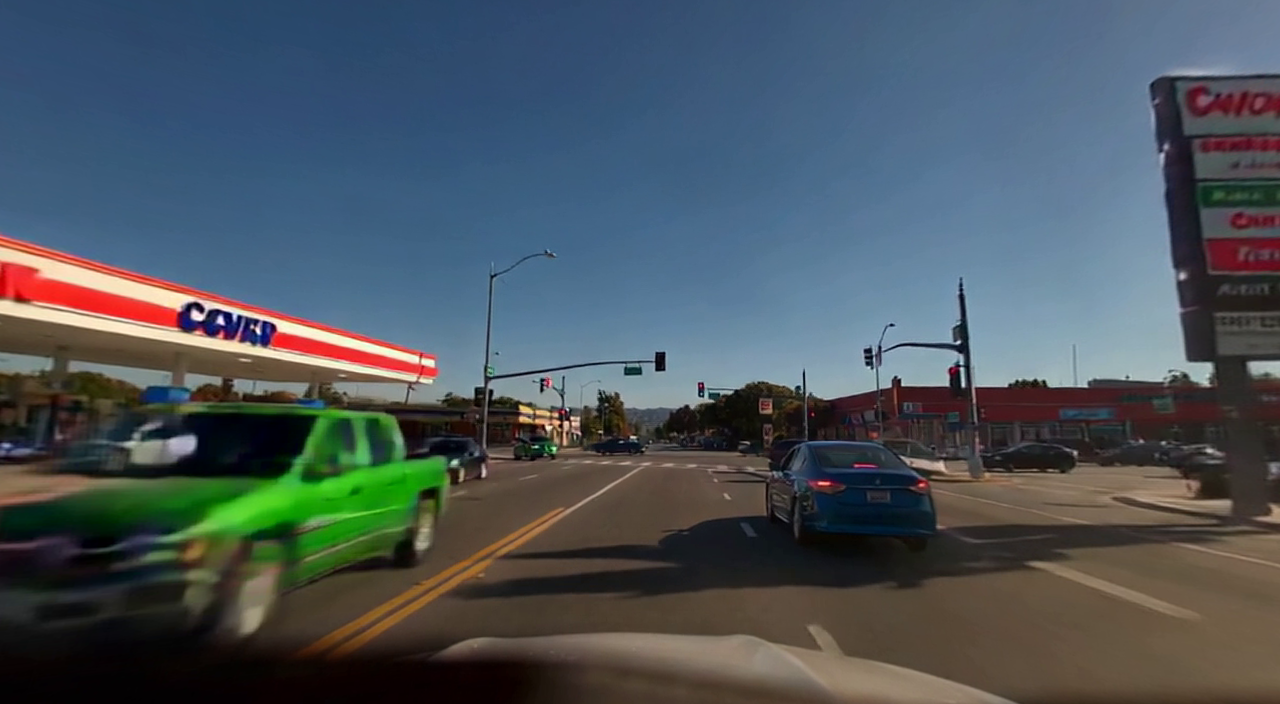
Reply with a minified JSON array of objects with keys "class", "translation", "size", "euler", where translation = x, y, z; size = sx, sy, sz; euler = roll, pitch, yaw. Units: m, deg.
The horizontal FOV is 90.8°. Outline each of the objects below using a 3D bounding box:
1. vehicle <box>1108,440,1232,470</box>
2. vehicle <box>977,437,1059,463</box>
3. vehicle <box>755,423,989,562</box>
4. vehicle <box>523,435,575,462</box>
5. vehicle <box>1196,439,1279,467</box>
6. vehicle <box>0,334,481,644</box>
[{"class":"vehicle","translation":[27.195,5.289,32.618],"size":[4.510,1.483,1.774],"euler":[-4,-9,24]},{"class":"vehicle","translation":[25.595,6.631,42.964],"size":[4.562,1.676,1.819],"euler":[-5,-10,29]},{"class":"vehicle","translation":[2.984,1.886,9.299],"size":[1.995,1.525,4.392],"euler":[-1,-8,3]},{"class":"vehicle","translation":[-6.387,6.679,43.847],"size":[2.196,1.696,4.484],"euler":[4,-9,-27]},{"class":"vehicle","translation":[36.716,6.044,37.851],"size":[4.568,1.643,1.911],"euler":[-3,-9,18]},{"class":"vehicle","translation":[-3.645,1.227,6.655],"size":[2.334,1.966,5.056],"euler":[-1,-8,3]}]
